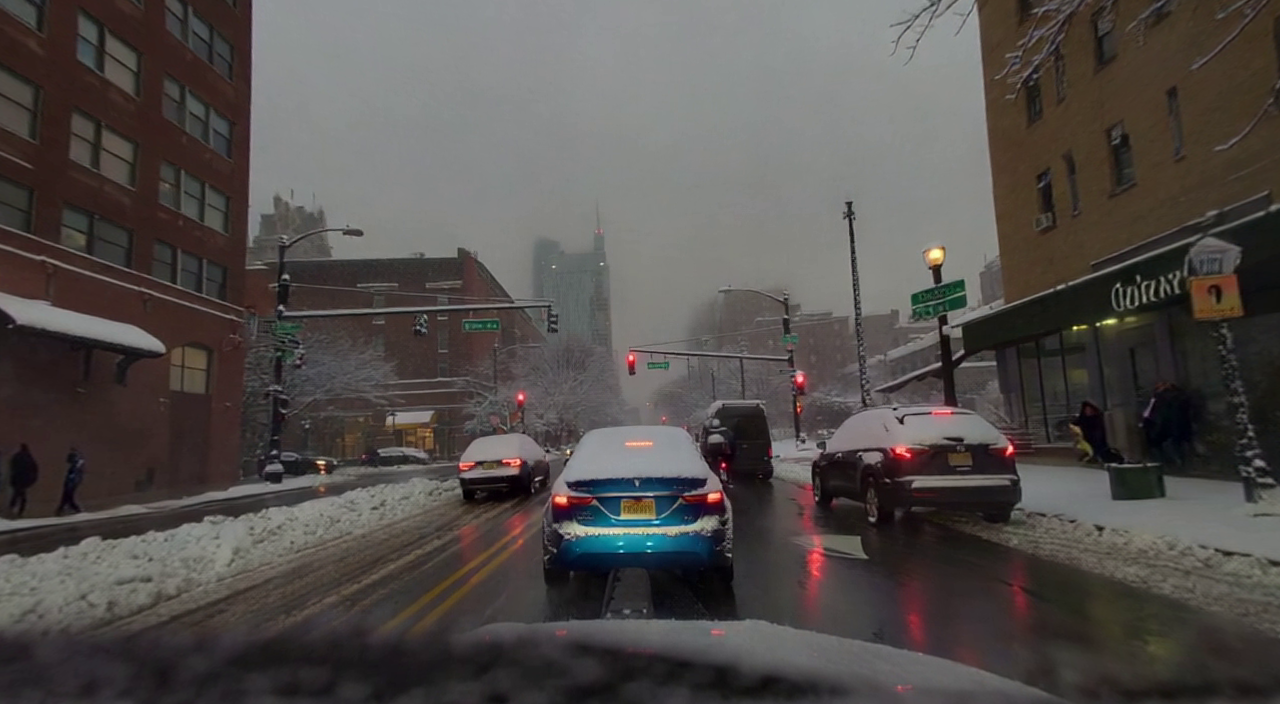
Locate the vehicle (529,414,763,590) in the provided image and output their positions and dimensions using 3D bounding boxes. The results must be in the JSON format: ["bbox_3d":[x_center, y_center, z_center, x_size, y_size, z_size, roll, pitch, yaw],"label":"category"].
[{"bbox_3d":[0.041,1.650,7.721,2.091,1.557,4.000,0,-9,0],"label":"vehicle"}]

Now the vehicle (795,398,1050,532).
[{"bbox_3d":[4.513,1.923,11.171,2.142,1.829,4.767,0,-9,-2],"label":"vehicle"}]

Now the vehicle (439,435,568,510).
[{"bbox_3d":[-2.943,2.722,14.722,2.039,1.452,4.489,0,-9,0],"label":"vehicle"}]
